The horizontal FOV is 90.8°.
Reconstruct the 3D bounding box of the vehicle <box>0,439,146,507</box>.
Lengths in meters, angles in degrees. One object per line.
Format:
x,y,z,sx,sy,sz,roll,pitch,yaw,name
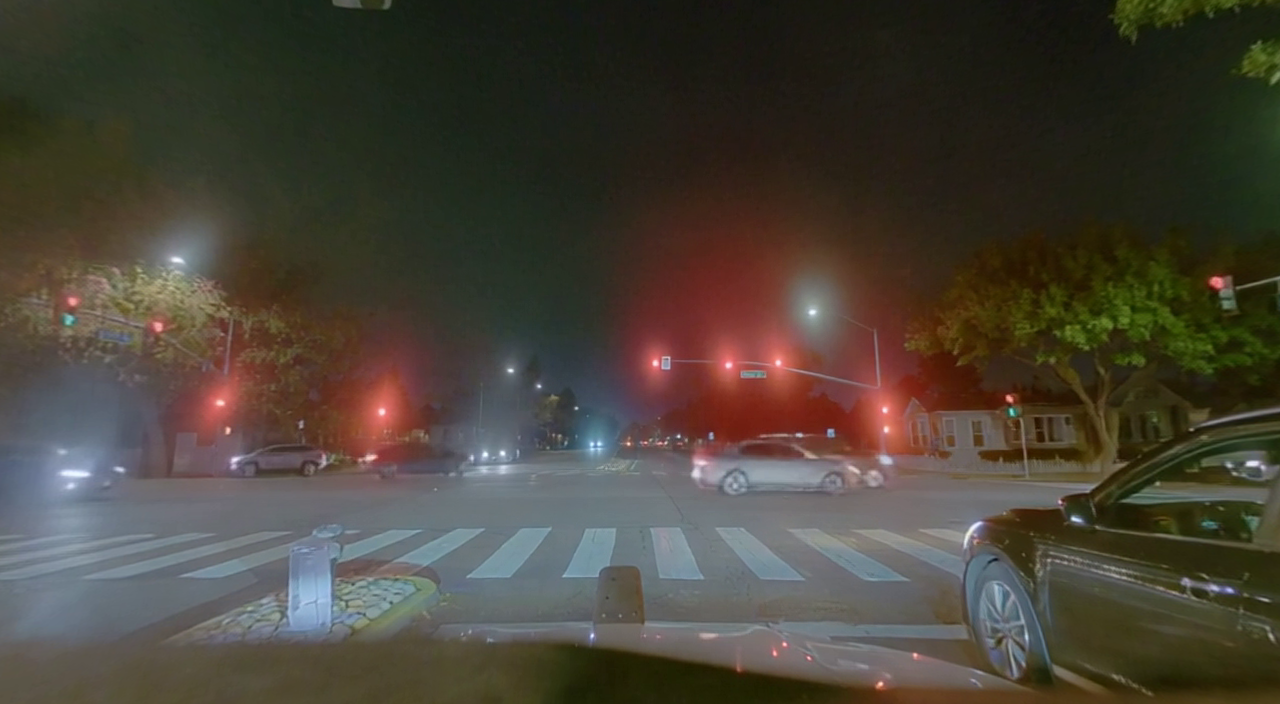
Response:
-15.873,3.060,16.226,4.680,1.620,1.943,0,-9,-1,vehicle

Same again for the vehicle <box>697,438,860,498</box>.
3.565,3.070,16.870,3.894,1.487,1.863,0,-9,-1,vehicle

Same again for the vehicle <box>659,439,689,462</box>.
2.543,7.500,48.035,2.130,1.633,4.532,0,-9,2,vehicle

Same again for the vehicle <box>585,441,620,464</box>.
-2.443,6.716,42.355,2.046,1.491,4.118,0,-8,0,vehicle

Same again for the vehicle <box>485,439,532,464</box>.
-8.997,6.856,43.664,2.028,1.654,5.027,0,-9,1,vehicle

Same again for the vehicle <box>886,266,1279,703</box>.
2.695,0.708,1.748,2.085,1.800,4.908,0,-9,1,vehicle

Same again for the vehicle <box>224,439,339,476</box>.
-18.528,5.442,32.831,2.065,1.775,4.667,-7,-11,39,vehicle

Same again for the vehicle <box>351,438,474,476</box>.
-9.661,4.441,26.857,4.689,1.490,1.920,4,-9,-24,vehicle
